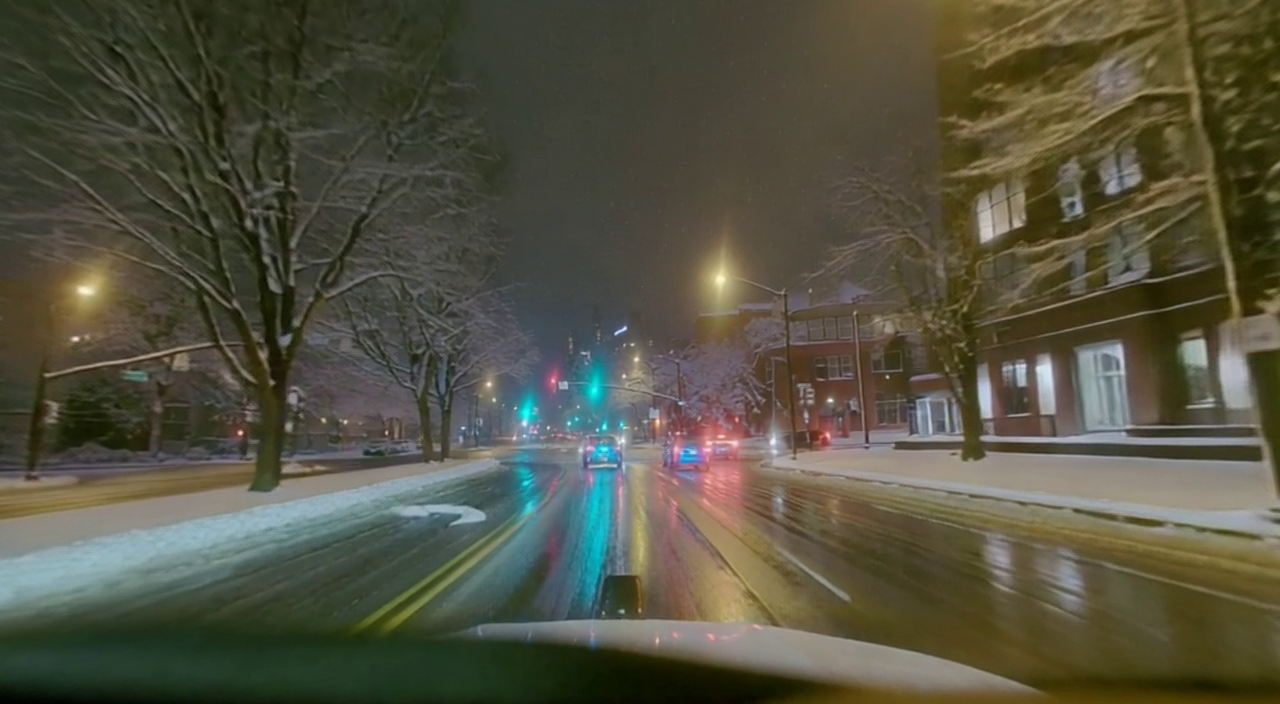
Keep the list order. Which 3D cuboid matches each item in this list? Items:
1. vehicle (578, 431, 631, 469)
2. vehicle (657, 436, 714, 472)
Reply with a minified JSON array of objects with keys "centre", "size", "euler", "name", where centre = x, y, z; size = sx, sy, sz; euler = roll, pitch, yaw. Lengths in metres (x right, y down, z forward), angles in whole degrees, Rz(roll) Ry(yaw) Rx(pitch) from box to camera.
[{"centre":[-1.790,4.735,30.583],"size":[2.317,1.713,4.231],"euler":[1,-9,-6],"name":"vehicle"},{"centre":[1.957,4.609,28.698],"size":[1.918,1.479,4.468],"euler":[0,-9,-4],"name":"vehicle"}]
